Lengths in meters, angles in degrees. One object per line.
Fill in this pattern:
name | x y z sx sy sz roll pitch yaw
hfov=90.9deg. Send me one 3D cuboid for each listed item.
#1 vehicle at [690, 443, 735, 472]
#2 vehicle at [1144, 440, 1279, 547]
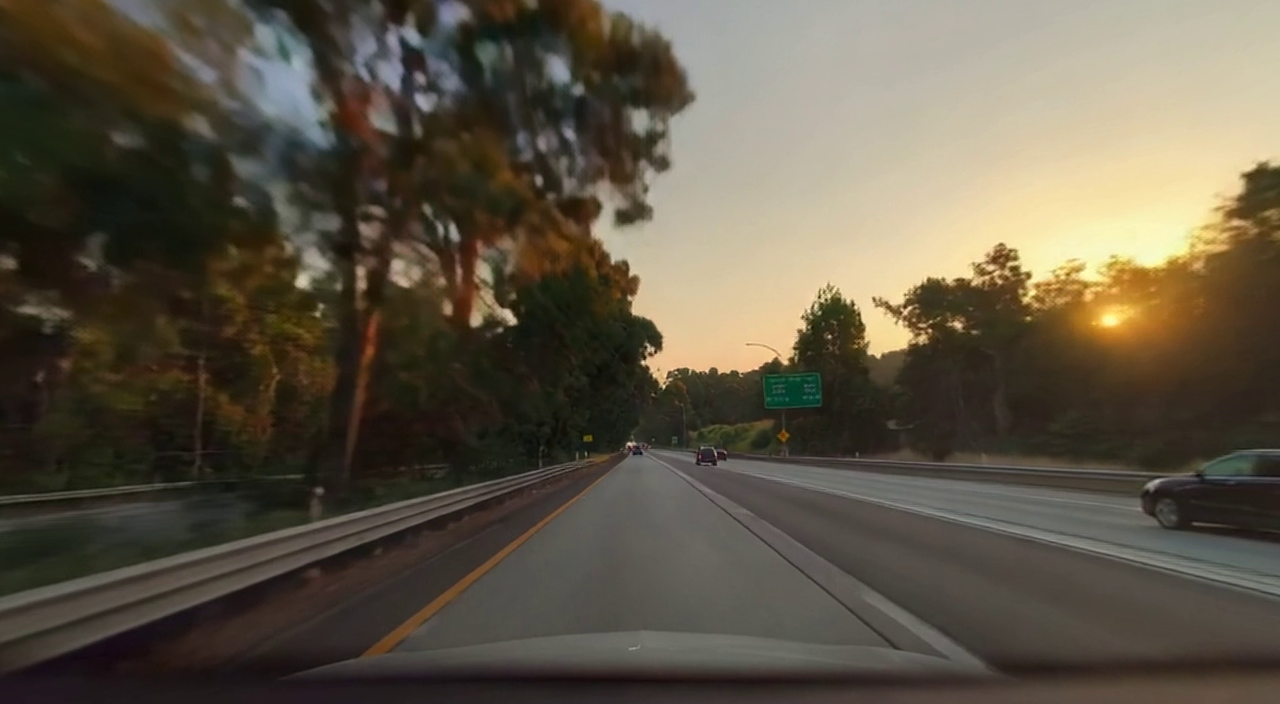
vehicle | 4.218 6.246 37.456 2.058 1.605 4.116 0 -9 -2
vehicle | 9.353 1.891 8.488 1.926 1.386 3.719 0 -9 -3
